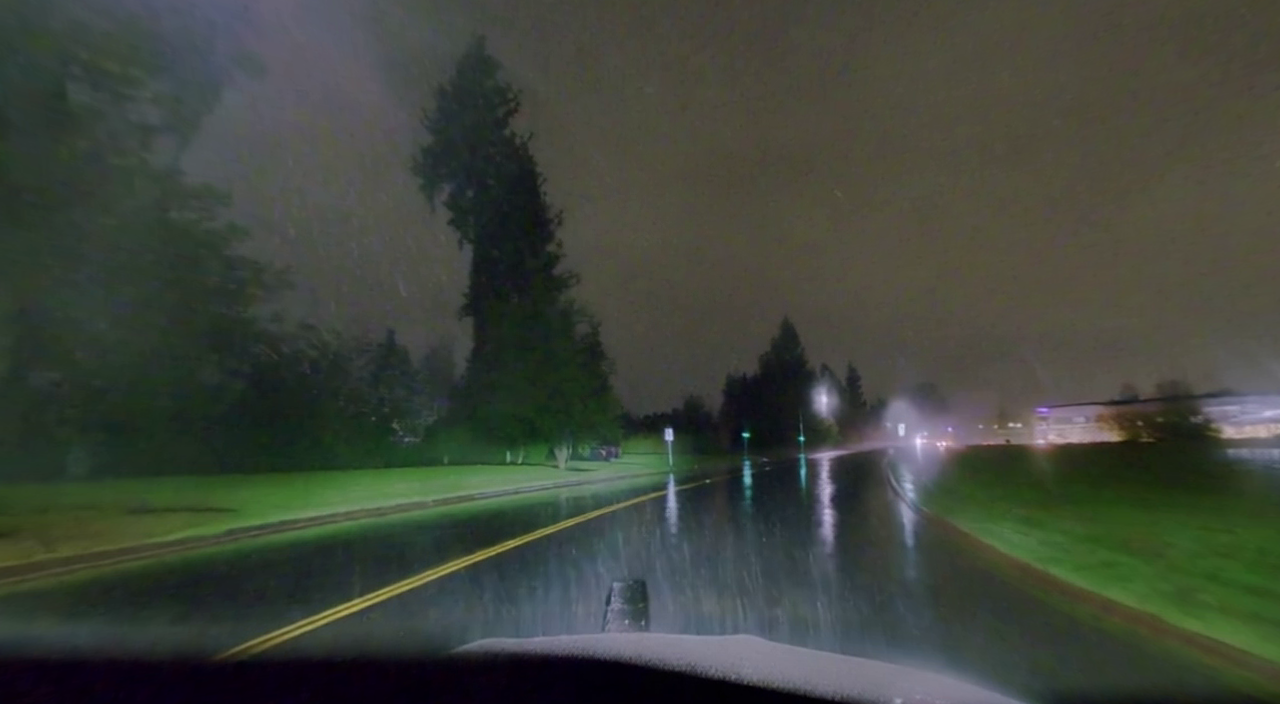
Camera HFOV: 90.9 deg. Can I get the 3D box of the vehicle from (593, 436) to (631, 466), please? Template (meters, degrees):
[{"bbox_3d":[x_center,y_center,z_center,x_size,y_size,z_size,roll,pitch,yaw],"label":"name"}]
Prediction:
[{"bbox_3d":[-1.873,6.375,40.661,2.244,1.796,5.170,1,-9,-4],"label":"vehicle"}]

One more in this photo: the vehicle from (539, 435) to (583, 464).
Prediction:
[{"bbox_3d":[-5.304,6.449,41.805,2.192,1.740,4.521,3,-9,-15],"label":"vehicle"}]
